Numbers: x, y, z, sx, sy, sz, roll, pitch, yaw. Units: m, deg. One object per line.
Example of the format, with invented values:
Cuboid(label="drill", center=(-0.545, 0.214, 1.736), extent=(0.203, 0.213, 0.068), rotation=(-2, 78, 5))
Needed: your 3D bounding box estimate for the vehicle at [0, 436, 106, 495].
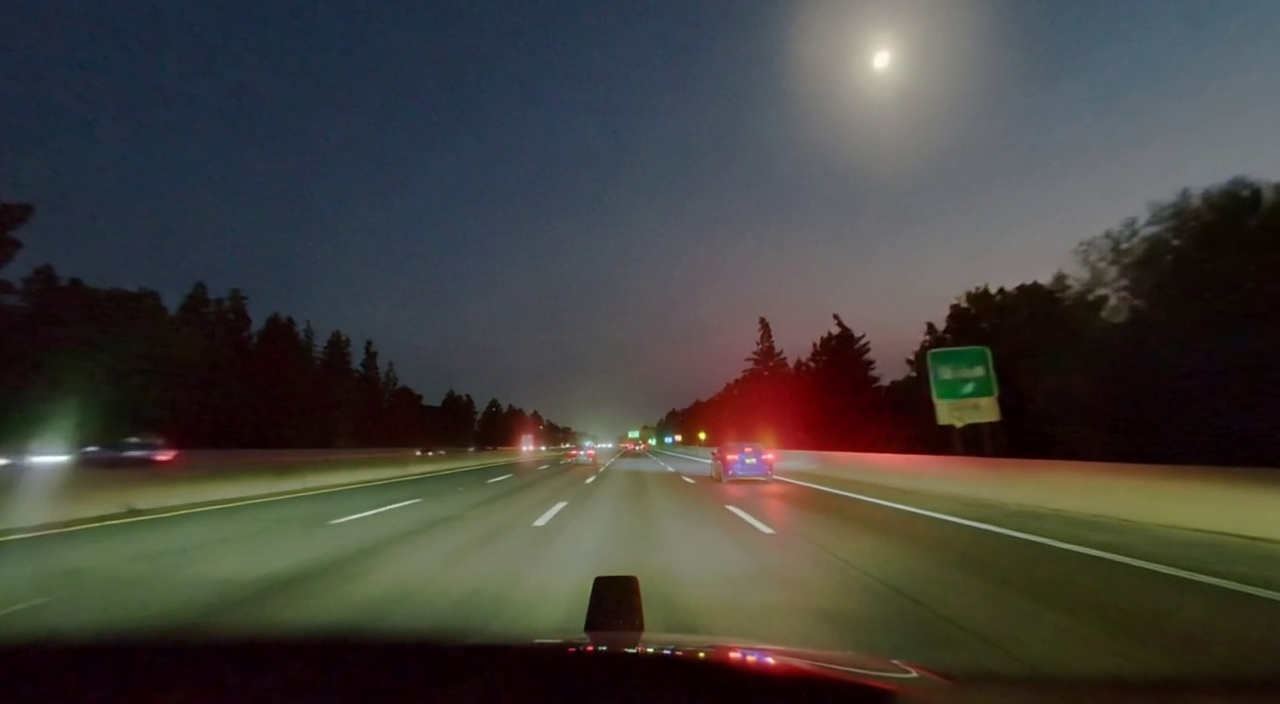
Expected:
Cuboid(label="vehicle", center=(-21.489, 3.857, 21.729), extent=(2.123, 1.862, 4.696), rotation=(0, -9, -1))

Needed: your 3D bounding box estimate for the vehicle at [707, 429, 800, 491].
Cuboid(label="vehicle", center=(3.438, 3.377, 19.965), extent=(2.053, 1.714, 4.097), rotation=(0, -9, -1))

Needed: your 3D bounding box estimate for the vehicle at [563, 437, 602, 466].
Cuboid(label="vehicle", center=(-3.770, 6.605, 42.072), extent=(2.173, 1.793, 4.564), rotation=(0, -9, 0))
